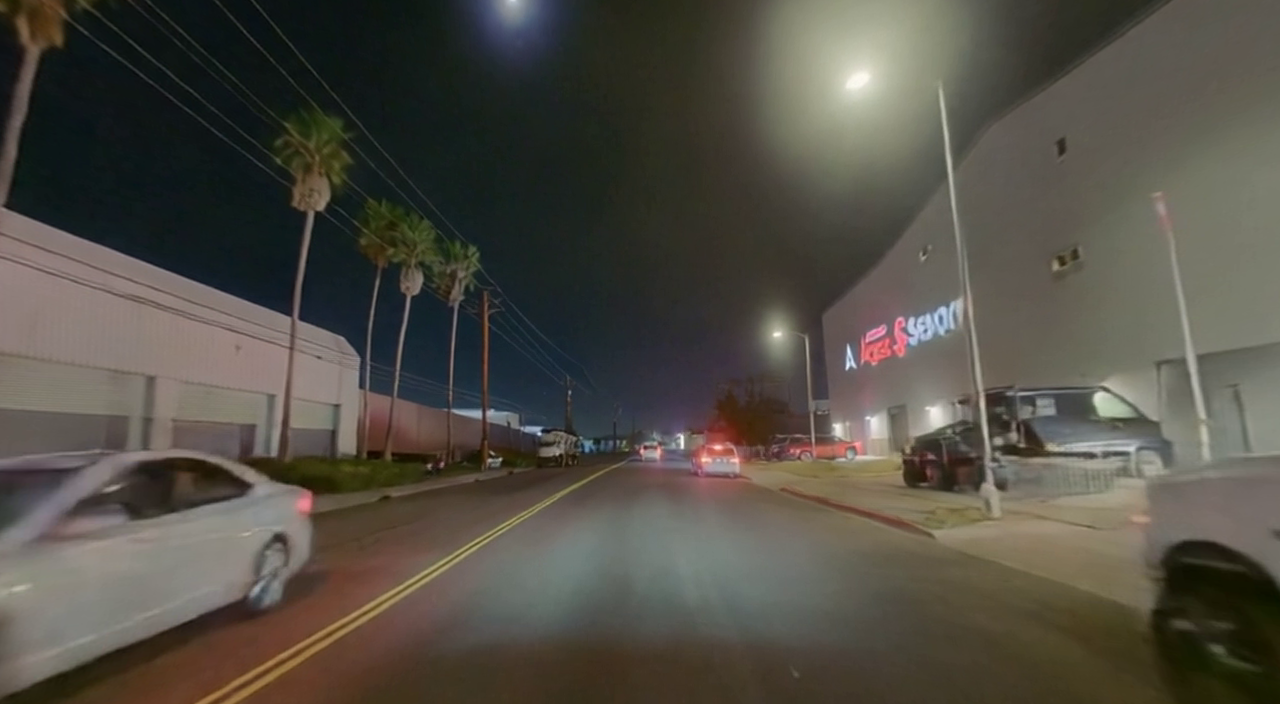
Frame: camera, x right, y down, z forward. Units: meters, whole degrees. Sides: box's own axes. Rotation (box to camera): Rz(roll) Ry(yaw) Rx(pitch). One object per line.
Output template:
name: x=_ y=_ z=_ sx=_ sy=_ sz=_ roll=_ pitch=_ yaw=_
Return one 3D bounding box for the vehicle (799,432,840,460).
vehicle: x=12.765 y=6.678 z=44.797 sx=2.159 sy=1.840 sz=4.404 roll=-4 pitch=-9 yaw=23

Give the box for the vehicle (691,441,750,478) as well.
vehicle: x=3.701 y=5.040 z=29.900 sx=2.111 sy=1.611 sz=4.576 roll=0 pitch=-9 yaw=-1

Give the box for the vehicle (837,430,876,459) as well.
vehicle: x=15.295 y=6.531 z=44.422 sx=2.311 sy=1.876 sz=4.987 roll=-4 pitch=-9 yaw=21

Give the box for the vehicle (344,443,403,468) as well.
vehicle: x=-20.320 y=7.893 z=48.423 sx=2.152 sy=1.746 sz=5.461 roll=0 pitch=-9 yaw=-1

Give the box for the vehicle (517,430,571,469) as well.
vehicle: x=-7.452 y=7.667 z=49.848 sx=2.845 sy=2.738 sz=7.208 roll=-3 pitch=-8 yaw=2

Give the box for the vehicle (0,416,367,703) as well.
vehicle: x=-3.637 y=1.199 z=3.770 sx=2.033 sy=1.492 sz=4.477 roll=0 pitch=-9 yaw=0

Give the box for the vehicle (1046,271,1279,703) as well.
vehicle: x=3.589 y=0.415 z=0.534 sx=2.345 sy=1.969 sz=6.070 roll=0 pitch=-9 yaw=-1

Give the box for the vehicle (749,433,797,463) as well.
vehicle: x=9.455 y=6.739 z=44.435 sx=2.325 sy=1.877 sz=5.987 roll=-6 pitch=-9 yaw=19
